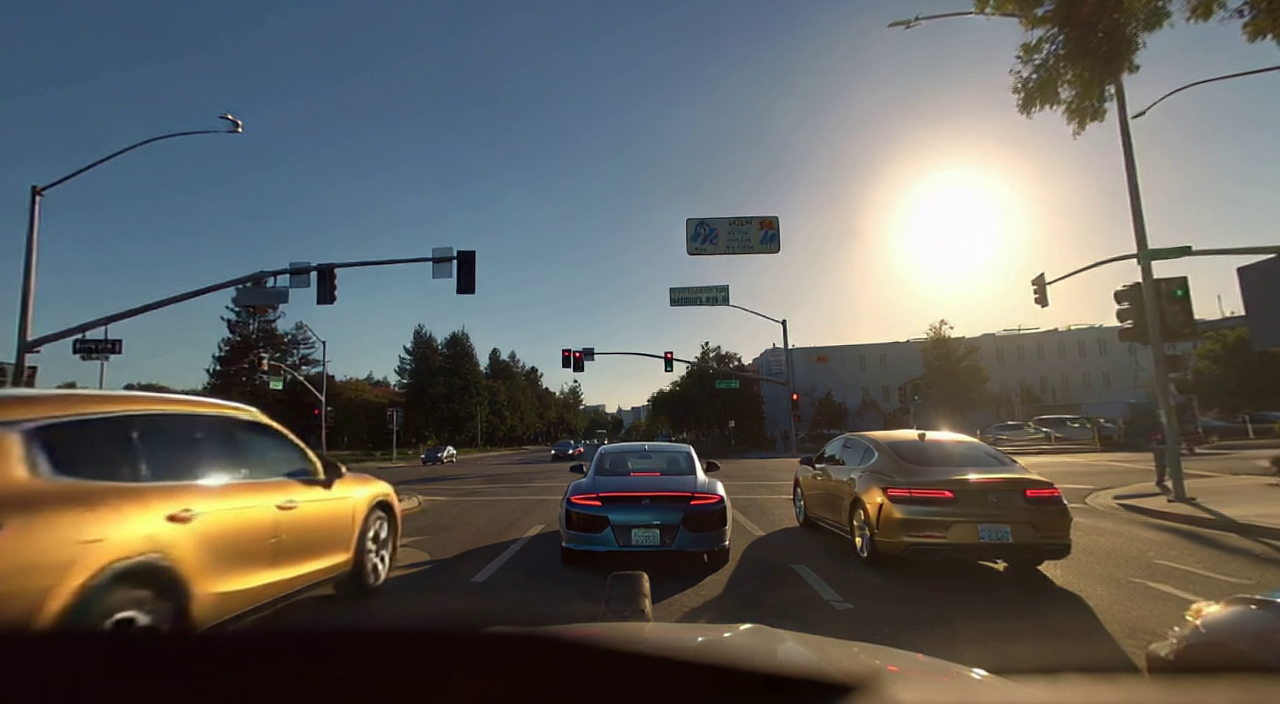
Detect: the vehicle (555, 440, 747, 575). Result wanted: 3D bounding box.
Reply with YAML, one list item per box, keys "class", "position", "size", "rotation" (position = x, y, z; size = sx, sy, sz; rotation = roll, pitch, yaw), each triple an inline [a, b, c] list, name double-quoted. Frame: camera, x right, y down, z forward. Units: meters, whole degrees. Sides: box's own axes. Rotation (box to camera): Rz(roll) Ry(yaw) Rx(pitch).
- class: "vehicle"
  position: [0.121, 1.872, 8.388]
  size: [1.945, 1.343, 3.827]
  rotation: [0, -8, 0]

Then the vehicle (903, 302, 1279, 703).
- class: "vehicle"
  position: [3.101, 0.807, 2.524]
  size: [2.143, 1.759, 4.531]
  rotation: [0, -8, 0]

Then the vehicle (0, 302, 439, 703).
- class: "vehicle"
  position: [-3.262, 1.042, 4.367]
  size: [2.061, 1.781, 4.842]
  rotation: [0, -8, 1]
